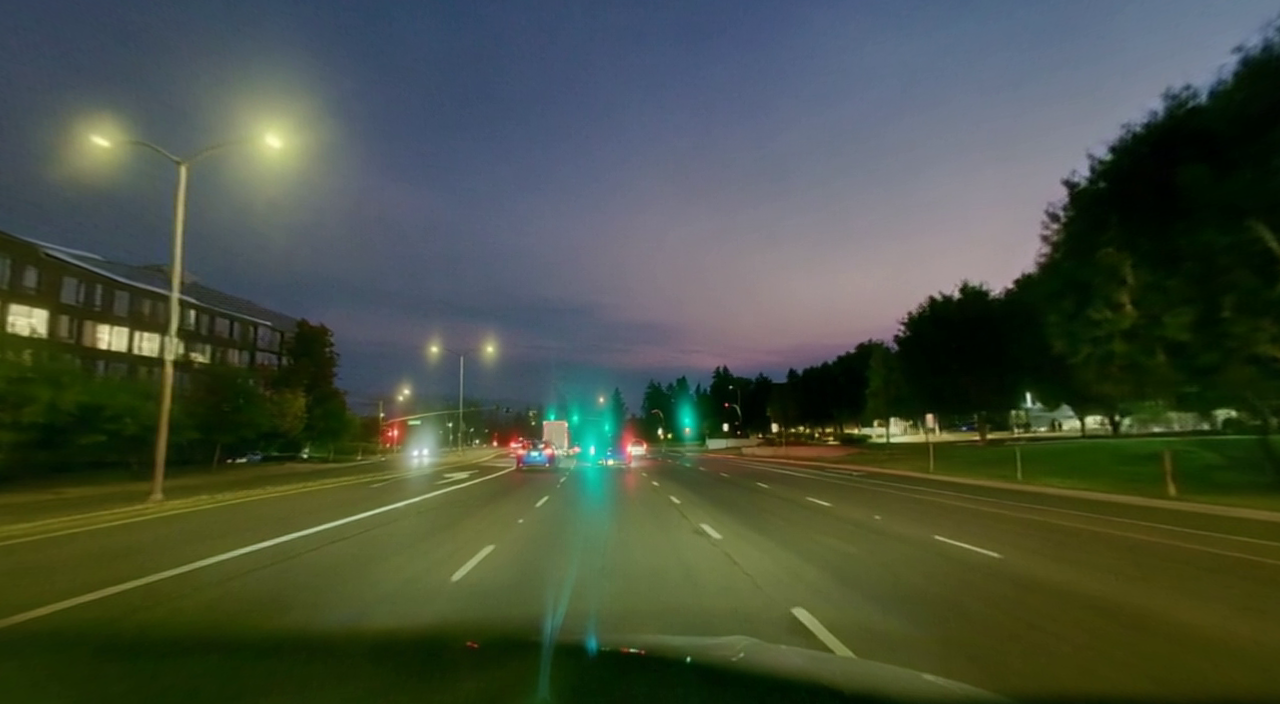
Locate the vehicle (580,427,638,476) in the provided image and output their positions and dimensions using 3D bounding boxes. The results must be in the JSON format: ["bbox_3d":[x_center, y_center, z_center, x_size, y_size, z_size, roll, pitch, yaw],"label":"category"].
[{"bbox_3d":[-1.364,4.204,26.817,2.260,1.872,4.578,1,-8,-4],"label":"vehicle"}]

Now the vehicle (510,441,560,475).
[{"bbox_3d":[-4.910,4.986,29.982,1.904,1.460,4.300,0,-8,-4],"label":"vehicle"}]
